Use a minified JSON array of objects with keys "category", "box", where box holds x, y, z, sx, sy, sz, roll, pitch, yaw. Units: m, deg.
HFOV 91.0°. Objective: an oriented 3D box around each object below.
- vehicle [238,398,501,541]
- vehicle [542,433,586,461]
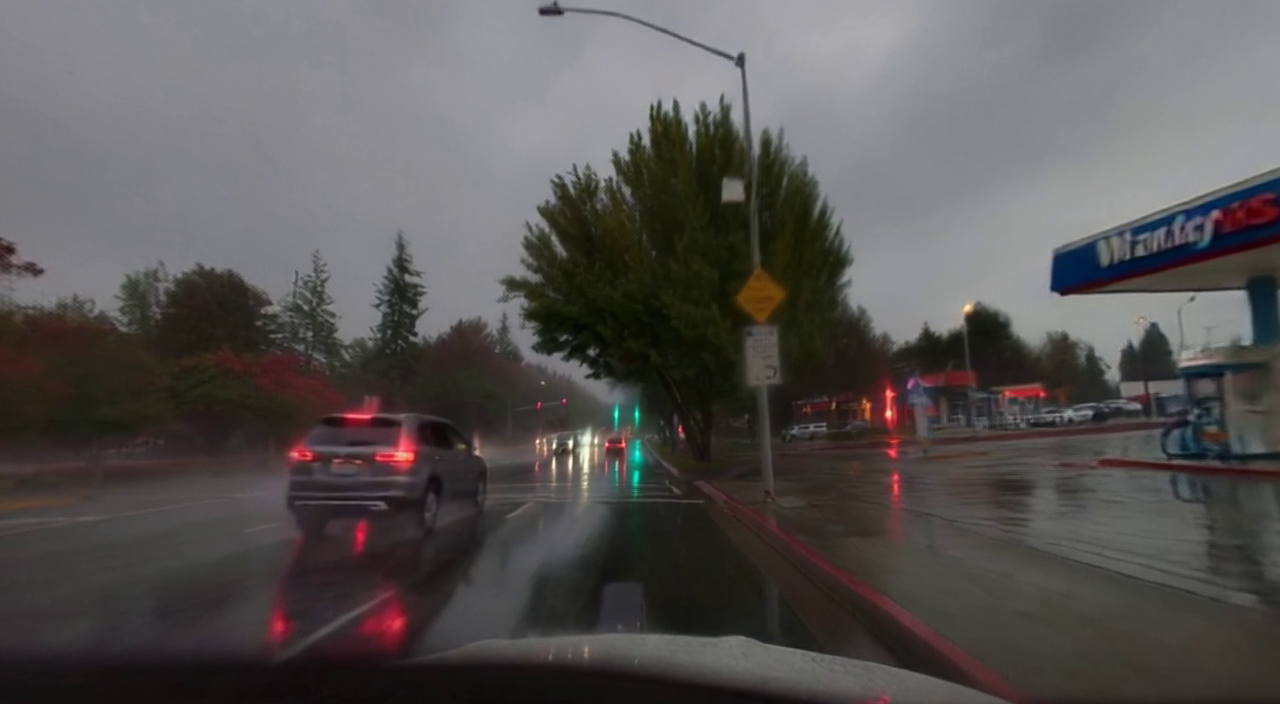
[{"category":"vehicle","box":[-3.979,1.839,10.382,2.306,1.815,4.476,0,-8,0]},{"category":"vehicle","box":[-4.437,5.650,37.397,2.060,1.580,3.980,0,-8,1]}]
